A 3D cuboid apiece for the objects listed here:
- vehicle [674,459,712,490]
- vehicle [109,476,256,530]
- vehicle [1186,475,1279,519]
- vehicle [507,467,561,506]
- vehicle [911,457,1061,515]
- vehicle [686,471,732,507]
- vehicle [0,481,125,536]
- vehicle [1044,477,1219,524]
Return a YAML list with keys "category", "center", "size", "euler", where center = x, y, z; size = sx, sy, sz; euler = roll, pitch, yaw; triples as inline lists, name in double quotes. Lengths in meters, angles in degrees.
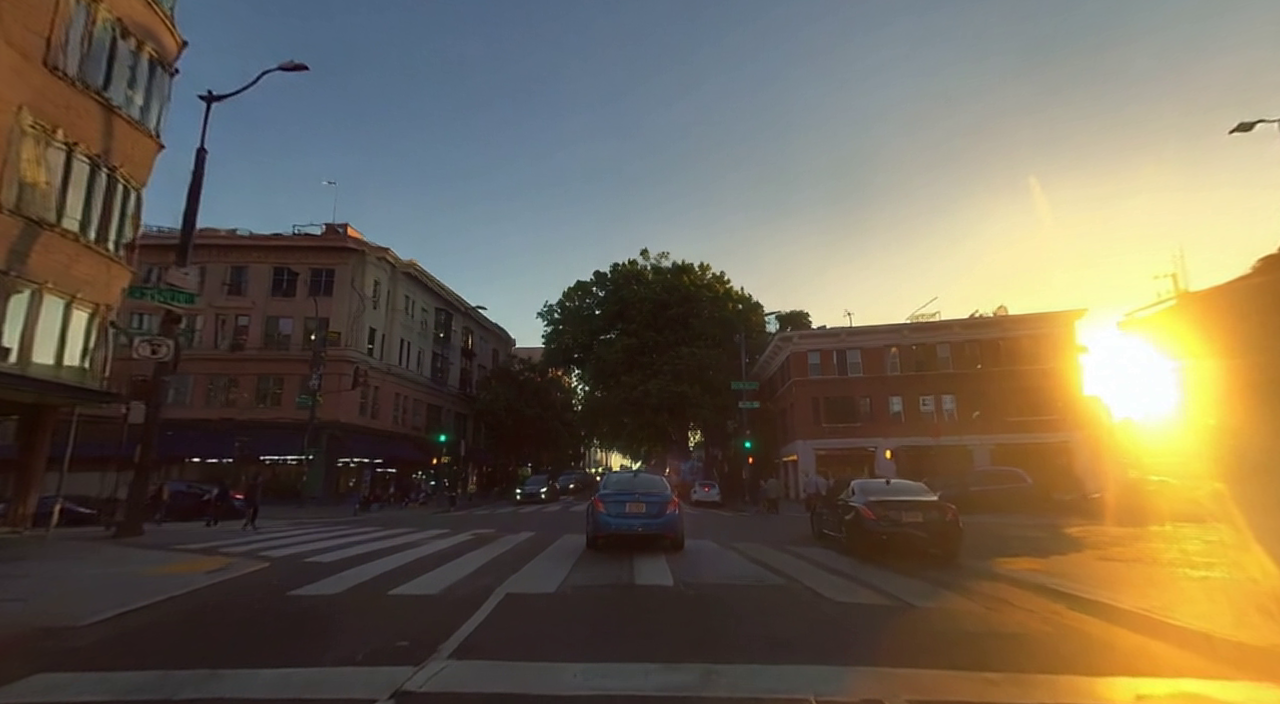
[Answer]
- category: "vehicle"
  center: [3.740, 8.770, 45.229]
  size: [2.365, 1.994, 4.259]
  euler: [-1, -9, 0]
- category: "vehicle"
  center: [-19.474, 6.431, 26.996]
  size: [4.750, 2.083, 2.002]
  euler: [-1, -9, 4]
- category: "vehicle"
  center: [26.406, 6.072, 26.491]
  size: [4.734, 1.605, 2.186]
  euler: [-1, -9, 1]
- category: "vehicle"
  center: [-5.985, 7.671, 36.183]
  size: [2.226, 1.896, 4.438]
  euler: [-1, -9, 1]
- category: "vehicle"
  center: [14.706, 5.695, 27.039]
  size: [4.974, 2.266, 2.324]
  euler: [0, -9, -1]
- category: "vehicle"
  center: [3.834, 7.728, 35.886]
  size: [1.908, 1.741, 4.066]
  euler: [0, -9, -3]
- category: "vehicle"
  center: [-25.342, 6.671, 27.017]
  size: [4.588, 2.048, 2.110]
  euler: [-1, -9, 1]
- category: "vehicle"
  center: [20.817, 6.290, 26.923]
  size: [5.345, 1.747, 2.410]
  euler: [-1, -9, 2]
